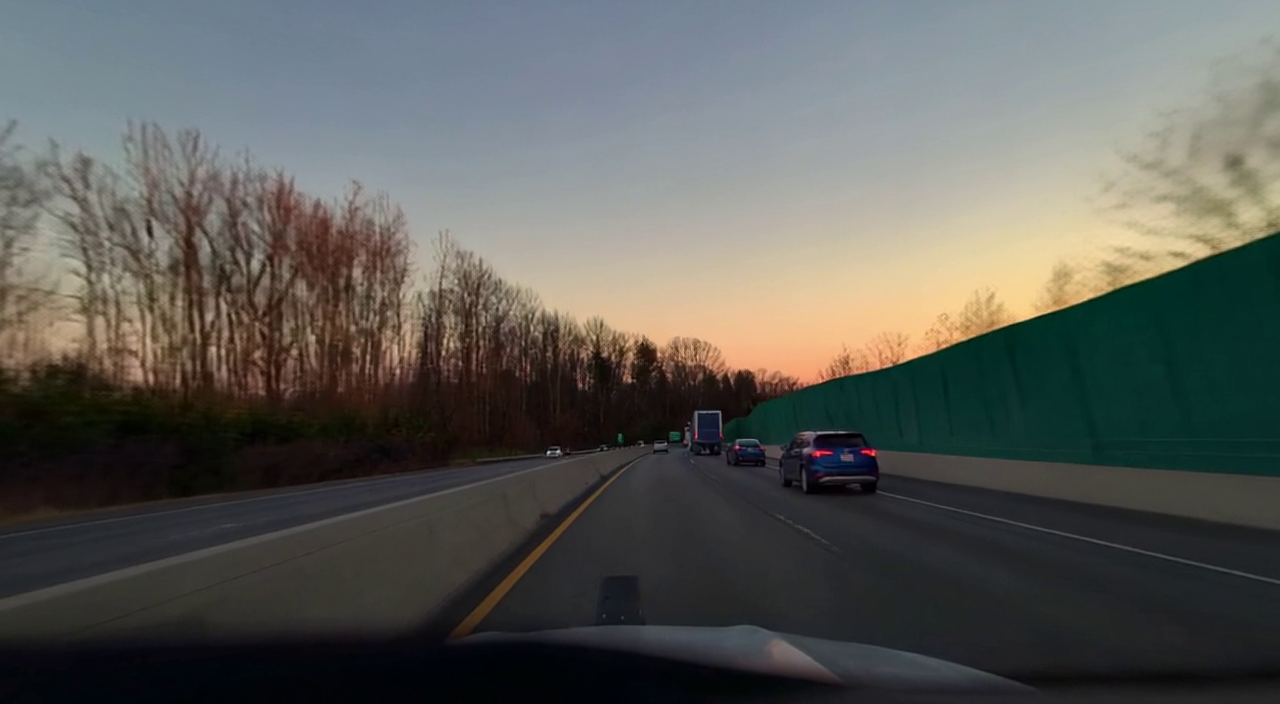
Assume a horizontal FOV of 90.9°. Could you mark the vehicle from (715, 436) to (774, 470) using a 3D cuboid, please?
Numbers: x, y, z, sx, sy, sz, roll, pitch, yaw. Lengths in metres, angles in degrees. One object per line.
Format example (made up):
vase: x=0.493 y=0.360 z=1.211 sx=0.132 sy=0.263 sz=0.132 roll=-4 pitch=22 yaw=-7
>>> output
vehicle: x=4.863 y=4.759 z=29.849 sx=2.000 sy=1.473 sz=4.440 roll=0 pitch=-8 yaw=0

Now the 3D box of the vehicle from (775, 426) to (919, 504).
vehicle: x=4.610 y=2.573 z=14.746 sx=1.940 sy=1.539 sz=4.005 roll=0 pitch=-8 yaw=-1
